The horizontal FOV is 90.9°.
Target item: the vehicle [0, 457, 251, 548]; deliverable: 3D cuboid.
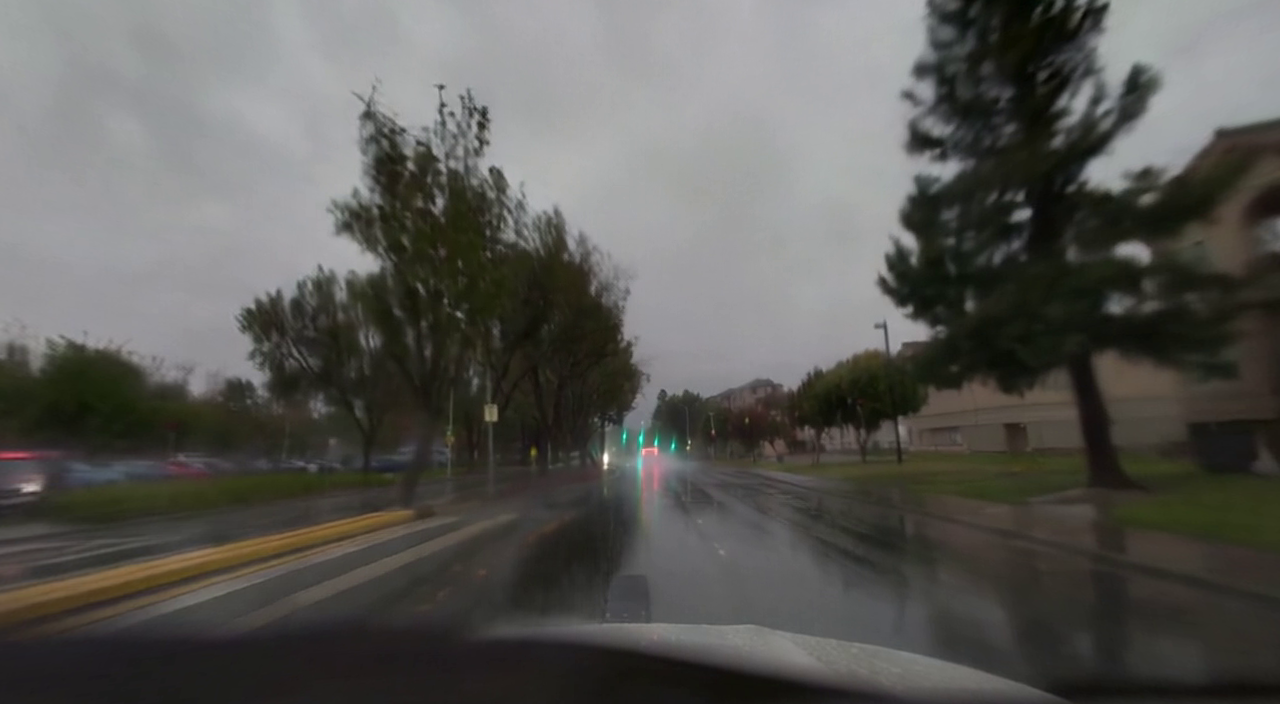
[{"bbox_3d":[-10.890,3.140,13.829,1.813,1.578,4.332,-1,-8,2],"label":"vehicle"}]
